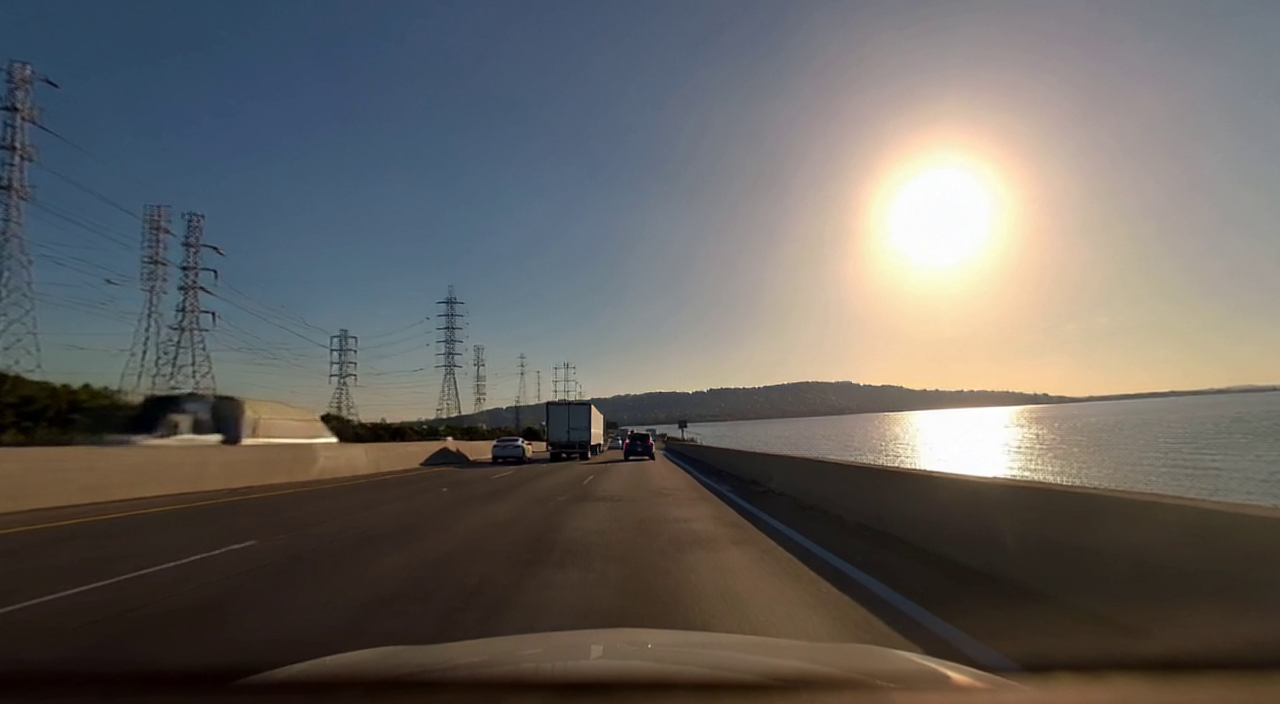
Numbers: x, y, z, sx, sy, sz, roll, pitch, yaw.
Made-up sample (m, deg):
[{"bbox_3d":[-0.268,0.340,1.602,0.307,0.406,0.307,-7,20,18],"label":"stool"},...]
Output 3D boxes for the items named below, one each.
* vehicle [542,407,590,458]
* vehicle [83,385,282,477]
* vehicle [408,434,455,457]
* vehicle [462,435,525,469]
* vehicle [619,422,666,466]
[{"bbox_3d":[-3.746,4.154,32.392,2.178,2.522,2.054,0,-8,1],"label":"vehicle"},{"bbox_3d":[-19.370,3.515,27.623,2.798,3.444,7.712,0,-8,0],"label":"vehicle"},{"bbox_3d":[-16.361,7.369,49.736,1.972,1.723,4.983,0,-8,0],"label":"vehicle"},{"bbox_3d":[-7.121,4.899,31.166,2.004,1.545,4.513,0,-8,1],"label":"vehicle"},{"bbox_3d":[0.137,4.919,33.689,2.358,2.144,4.713,0,-8,0],"label":"vehicle"}]
